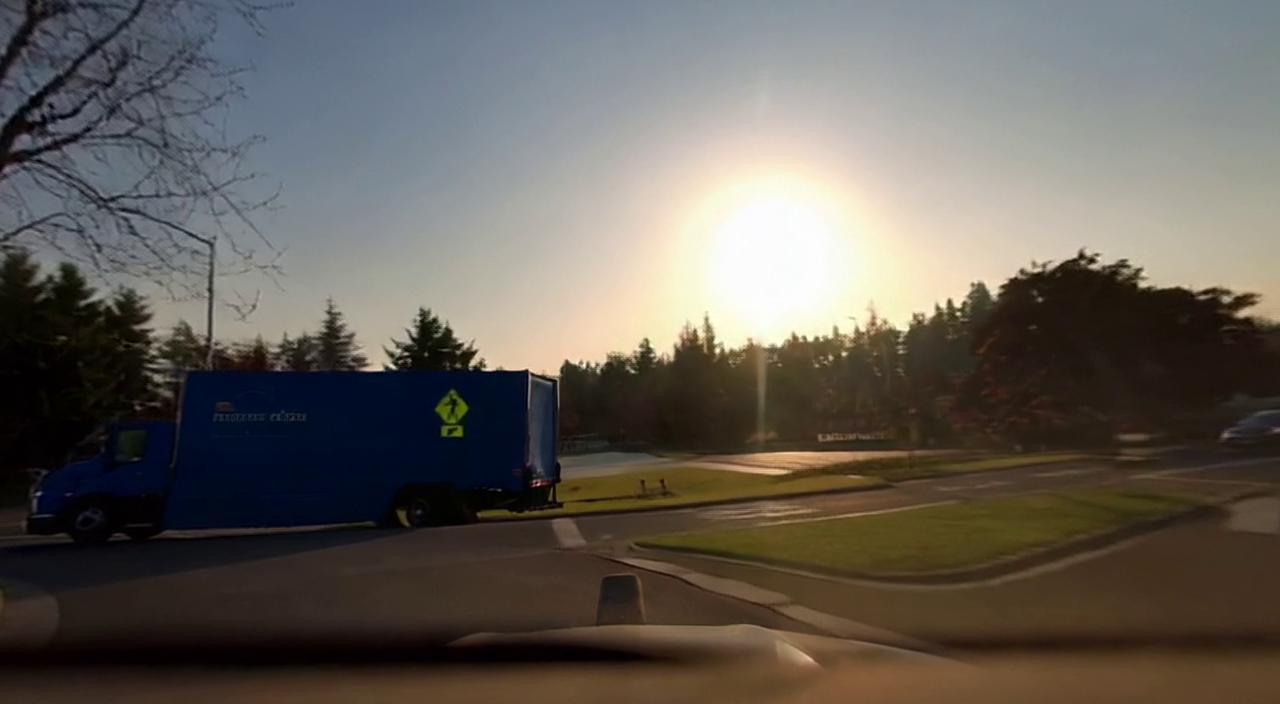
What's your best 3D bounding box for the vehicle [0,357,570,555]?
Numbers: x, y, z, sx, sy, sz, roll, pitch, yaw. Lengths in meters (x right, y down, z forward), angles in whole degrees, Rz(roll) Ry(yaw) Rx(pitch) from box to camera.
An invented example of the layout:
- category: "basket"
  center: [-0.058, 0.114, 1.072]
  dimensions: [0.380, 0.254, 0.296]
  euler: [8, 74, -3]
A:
- category: "vehicle"
  center: [-6.318, 2.021, 12.511]
  dimensions: [9.680, 3.326, 2.838]
  euler: [1, -9, -5]
